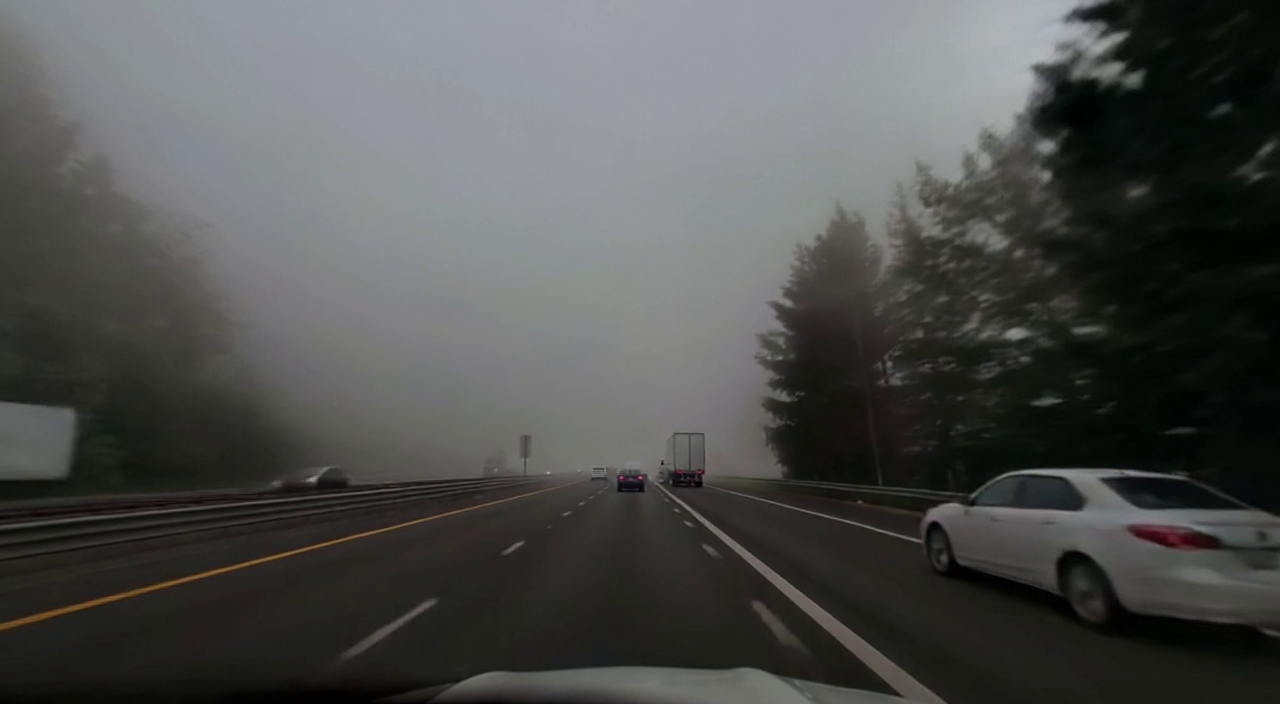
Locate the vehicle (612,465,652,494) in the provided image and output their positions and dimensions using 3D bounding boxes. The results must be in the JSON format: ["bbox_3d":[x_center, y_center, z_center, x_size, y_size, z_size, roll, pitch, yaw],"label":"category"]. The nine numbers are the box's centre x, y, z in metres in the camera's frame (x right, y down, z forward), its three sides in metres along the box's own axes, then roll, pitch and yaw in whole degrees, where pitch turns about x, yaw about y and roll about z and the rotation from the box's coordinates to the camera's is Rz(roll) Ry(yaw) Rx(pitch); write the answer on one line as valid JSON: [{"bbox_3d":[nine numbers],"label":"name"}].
[{"bbox_3d":[-0.464,6.926,34.338,2.010,1.436,3.973,1,-10,-1],"label":"vehicle"}]

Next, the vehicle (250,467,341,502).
[{"bbox_3d":[-16.283,6.263,30.047,1.897,1.510,4.299,1,-10,0],"label":"vehicle"}]

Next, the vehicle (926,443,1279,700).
[{"bbox_3d":[4.649,1.689,5.858,1.897,1.476,4.334,1,-10,-1],"label":"vehicle"}]
